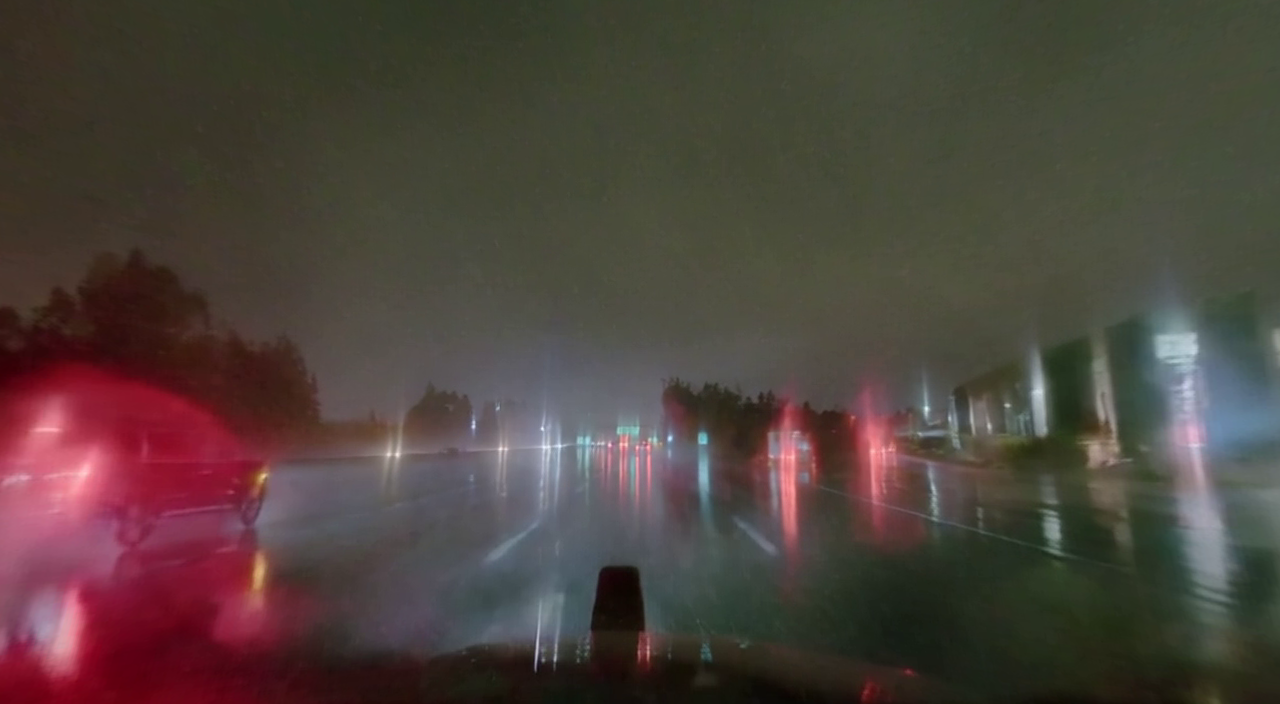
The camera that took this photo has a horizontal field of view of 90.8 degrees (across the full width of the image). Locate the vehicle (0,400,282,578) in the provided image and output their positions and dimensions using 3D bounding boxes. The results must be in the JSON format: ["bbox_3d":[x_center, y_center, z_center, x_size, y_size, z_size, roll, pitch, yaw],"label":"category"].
[{"bbox_3d":[-7.479,1.740,8.859,2.032,1.808,4.776,0,-8,1],"label":"vehicle"}]

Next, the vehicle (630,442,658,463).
[{"bbox_3d":[0.281,7.742,48.789,2.021,1.528,4.154,0,-8,-1],"label":"vehicle"}]
